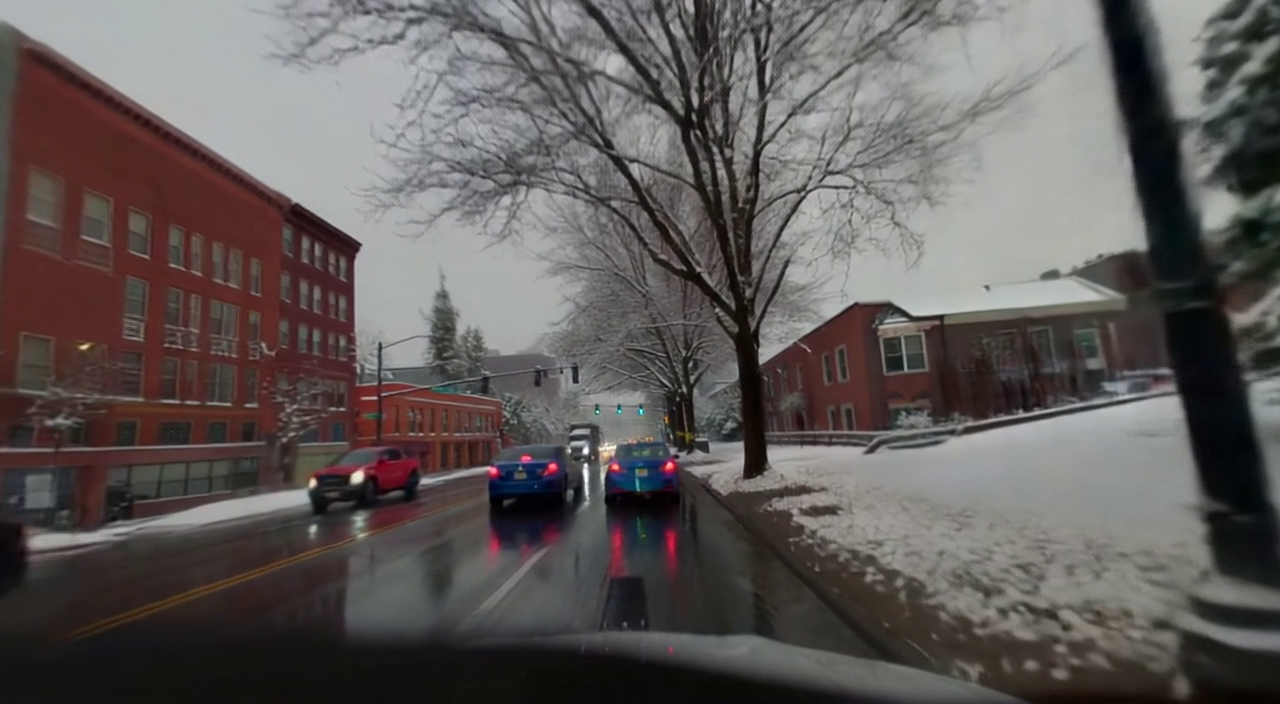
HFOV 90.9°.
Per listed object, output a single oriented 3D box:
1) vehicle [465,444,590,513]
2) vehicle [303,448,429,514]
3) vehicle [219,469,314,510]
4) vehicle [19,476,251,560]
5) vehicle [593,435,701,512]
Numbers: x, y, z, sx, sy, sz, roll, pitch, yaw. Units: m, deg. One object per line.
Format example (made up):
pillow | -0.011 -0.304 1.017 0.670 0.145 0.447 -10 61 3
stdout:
vehicle | -2.538 2.998 15.611 2.099 1.424 4.843 0 -8 1
vehicle | -8.388 3.927 19.808 1.931 1.803 4.420 0 -8 0
vehicle | -17.280 6.277 29.081 4.584 1.504 2.124 -6 -10 38
vehicle | -11.728 3.833 15.164 1.861 1.476 4.479 0 -9 0
vehicle | 0.153 2.658 14.252 2.094 1.478 3.922 0 -8 0
